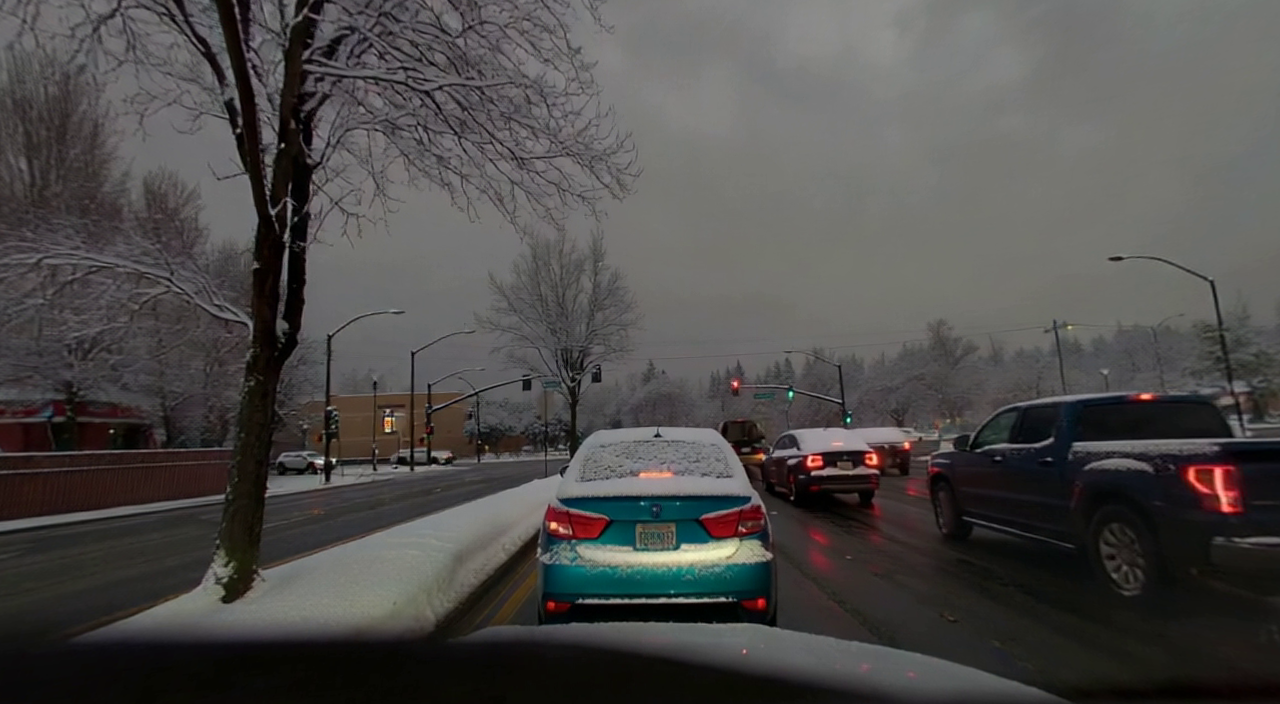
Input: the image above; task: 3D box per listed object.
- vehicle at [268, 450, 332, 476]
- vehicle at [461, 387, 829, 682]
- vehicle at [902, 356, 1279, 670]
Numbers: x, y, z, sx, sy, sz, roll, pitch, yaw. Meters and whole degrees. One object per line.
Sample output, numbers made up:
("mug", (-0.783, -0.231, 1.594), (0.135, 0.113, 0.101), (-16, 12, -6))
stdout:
("vehicle", (-24.081, 7.848, 44.876), (1.798, 1.706, 4.385), (-1, -8, 6))
("vehicle", (-0.010, 1.339, 5.699), (2.116, 1.677, 3.948), (0, -8, -1))
("vehicle", (4.534, 1.248, 6.014), (2.019, 1.803, 4.634), (0, -8, 0))
